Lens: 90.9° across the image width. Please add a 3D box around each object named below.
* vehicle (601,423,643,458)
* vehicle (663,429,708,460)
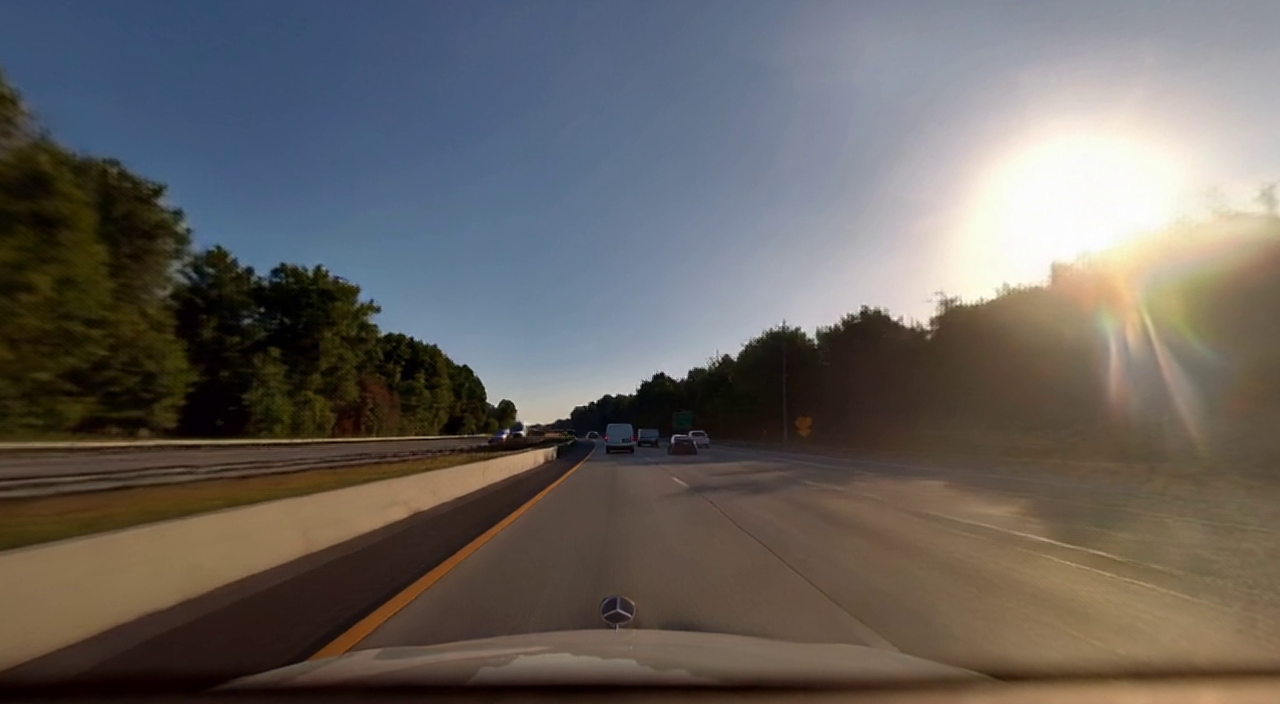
[{"bbox_3d":[-1.115,5.434,38.953,2.403,1.994,4.683,0,-8,-2],"label":"vehicle"},{"bbox_3d":[2.442,5.081,34.804,1.996,1.589,3.715,0,-8,-3],"label":"vehicle"}]
